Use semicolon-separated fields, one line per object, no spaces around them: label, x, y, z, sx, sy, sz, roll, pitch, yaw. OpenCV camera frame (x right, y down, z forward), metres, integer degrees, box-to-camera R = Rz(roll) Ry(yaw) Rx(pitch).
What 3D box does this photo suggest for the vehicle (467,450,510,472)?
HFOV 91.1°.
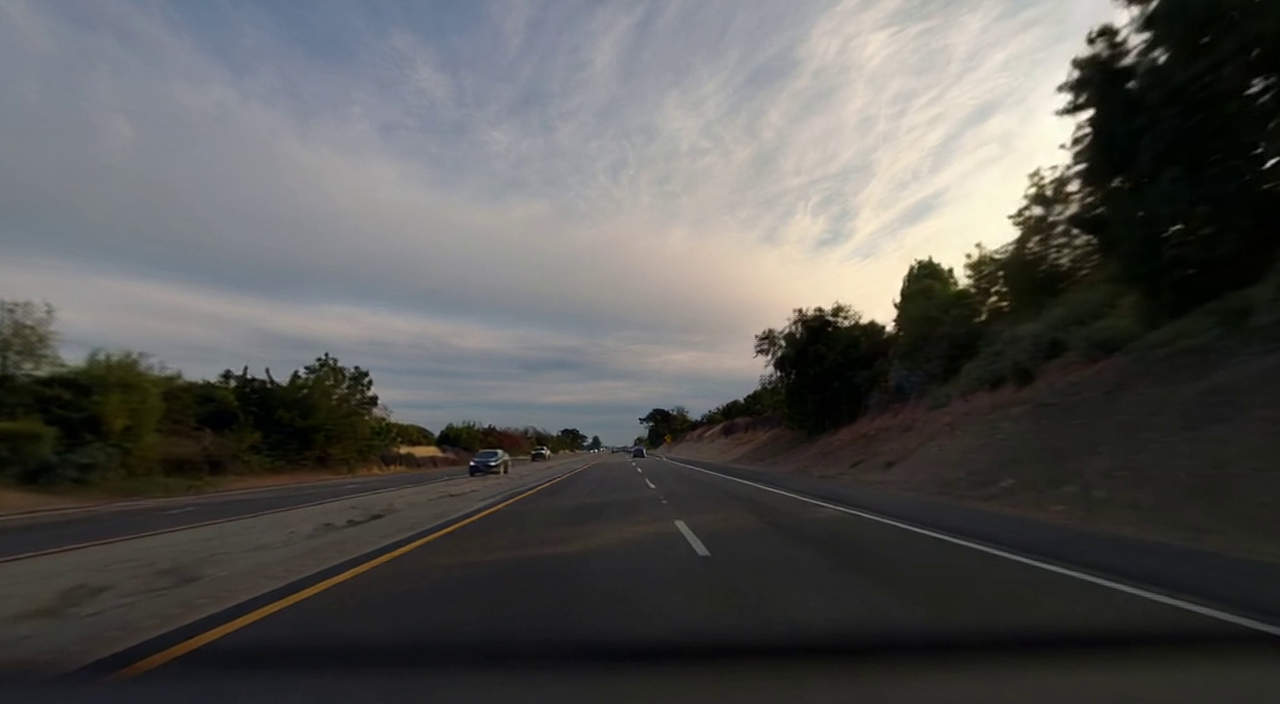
vehicle;-10.551;7.581;44.052;1.926;1.438;4.501;0;-9;-1
